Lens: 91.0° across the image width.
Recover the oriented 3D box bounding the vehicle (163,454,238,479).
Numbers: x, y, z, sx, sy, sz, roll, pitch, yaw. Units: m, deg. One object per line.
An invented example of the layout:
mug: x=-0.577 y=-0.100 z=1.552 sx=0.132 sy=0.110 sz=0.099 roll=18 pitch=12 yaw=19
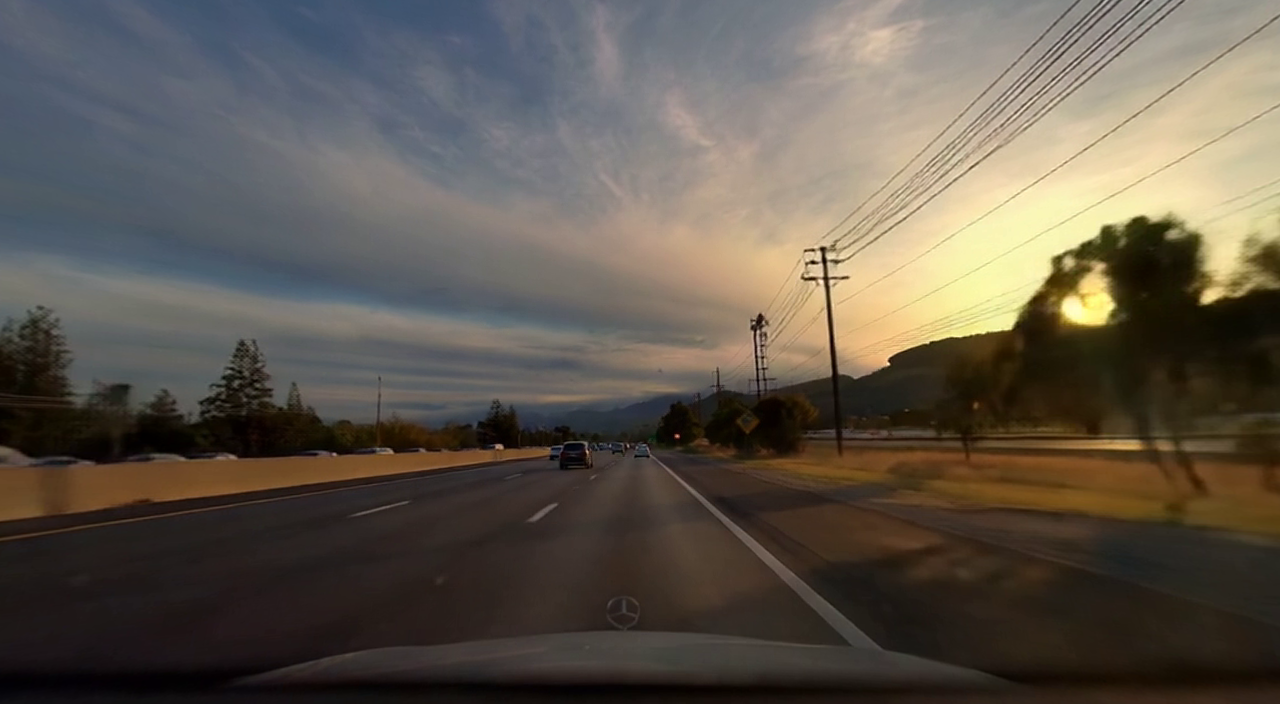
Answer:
vehicle: x=-32.428 y=8.438 z=46.652 sx=1.922 sy=1.654 sz=4.885 roll=0 pitch=-9 yaw=1

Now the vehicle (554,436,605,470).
vehicle: x=-3.647 y=6.237 z=39.166 sx=2.577 sy=1.939 sz=5.408 roll=0 pitch=-9 yaw=1

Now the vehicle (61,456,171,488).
vehicle: x=-28.501 y=6.514 z=34.494 sx=1.888 sy=1.503 sz=4.752 roll=0 pitch=-9 yaw=1
